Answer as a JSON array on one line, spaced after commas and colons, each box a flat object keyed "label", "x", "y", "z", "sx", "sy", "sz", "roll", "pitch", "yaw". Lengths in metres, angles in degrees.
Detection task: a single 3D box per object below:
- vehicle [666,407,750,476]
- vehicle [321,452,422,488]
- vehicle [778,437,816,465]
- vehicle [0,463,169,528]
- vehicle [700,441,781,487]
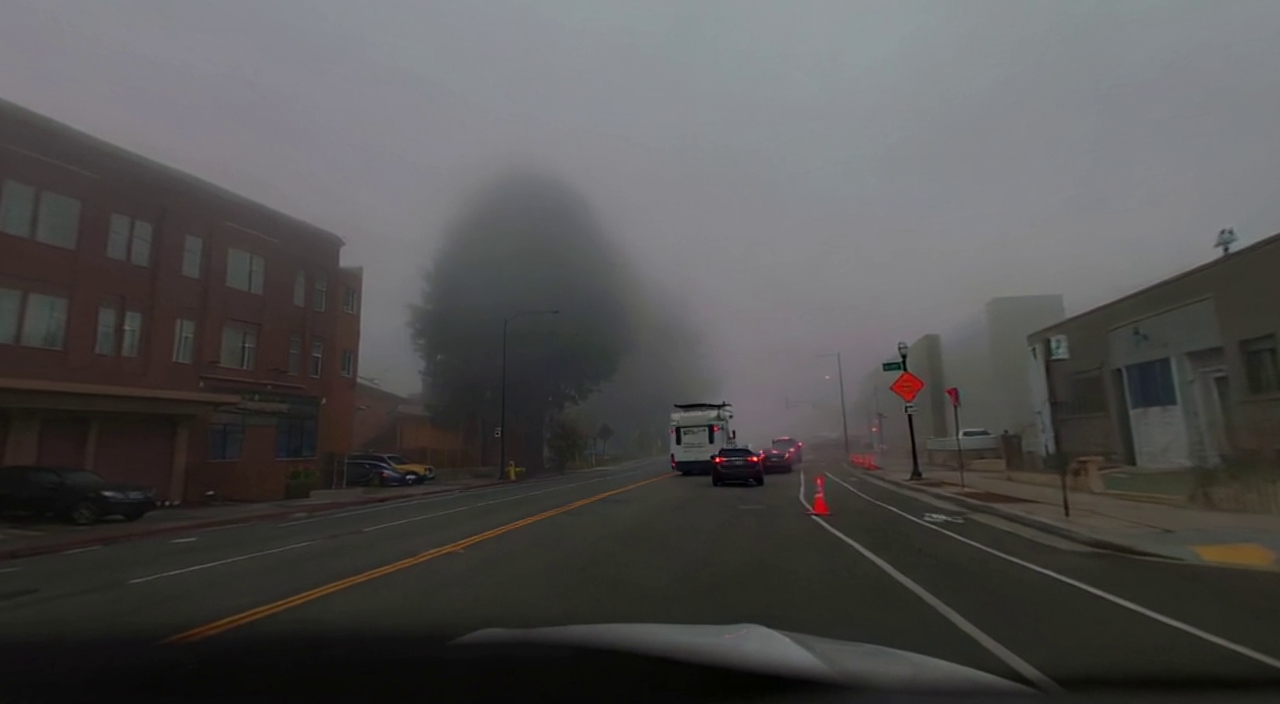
[{"label": "vehicle", "x": 4.327, "y": 5.222, "z": 36.606, "sx": 2.977, "sy": 3.271, "sz": 12.748, "roll": -2, "pitch": -9, "yaw": 14}, {"label": "vehicle", "x": -13.729, "y": 6.025, "z": 32.394, "sx": 4.397, "sy": 1.698, "sz": 1.932, "roll": -2, "pitch": -9, "yaw": 12}, {"label": "vehicle", "x": 11.845, "y": 7.441, "z": 47.491, "sx": 2.110, "sy": 1.942, "sz": 4.376, "roll": -3, "pitch": -9, "yaw": 22}, {"label": "vehicle", "x": -16.130, "y": 3.881, "z": 17.436, "sx": 4.952, "sy": 1.510, "sz": 2.115, "roll": -2, "pitch": -9, "yaw": 11}, {"label": "vehicle", "x": 3.560, "y": 4.051, "z": 23.198, "sx": 2.159, "sy": 1.506, "sz": 4.086, "roll": 0, "pitch": -8, "yaw": -2}]
